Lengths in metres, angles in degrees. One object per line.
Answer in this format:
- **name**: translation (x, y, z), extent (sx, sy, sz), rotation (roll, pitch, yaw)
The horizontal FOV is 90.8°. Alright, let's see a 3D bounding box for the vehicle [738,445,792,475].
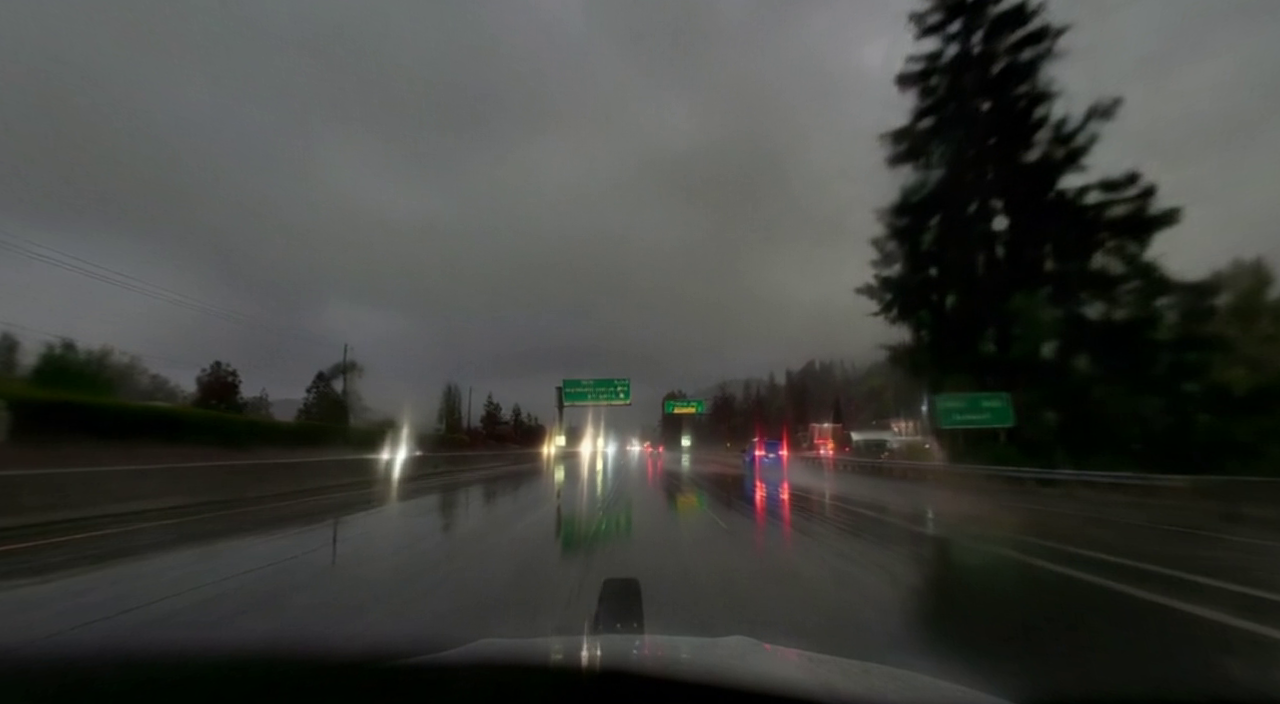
- **vehicle**: translation (6.883, 5.969, 35.188), extent (1.958, 1.498, 4.447), rotation (0, -8, -2)
